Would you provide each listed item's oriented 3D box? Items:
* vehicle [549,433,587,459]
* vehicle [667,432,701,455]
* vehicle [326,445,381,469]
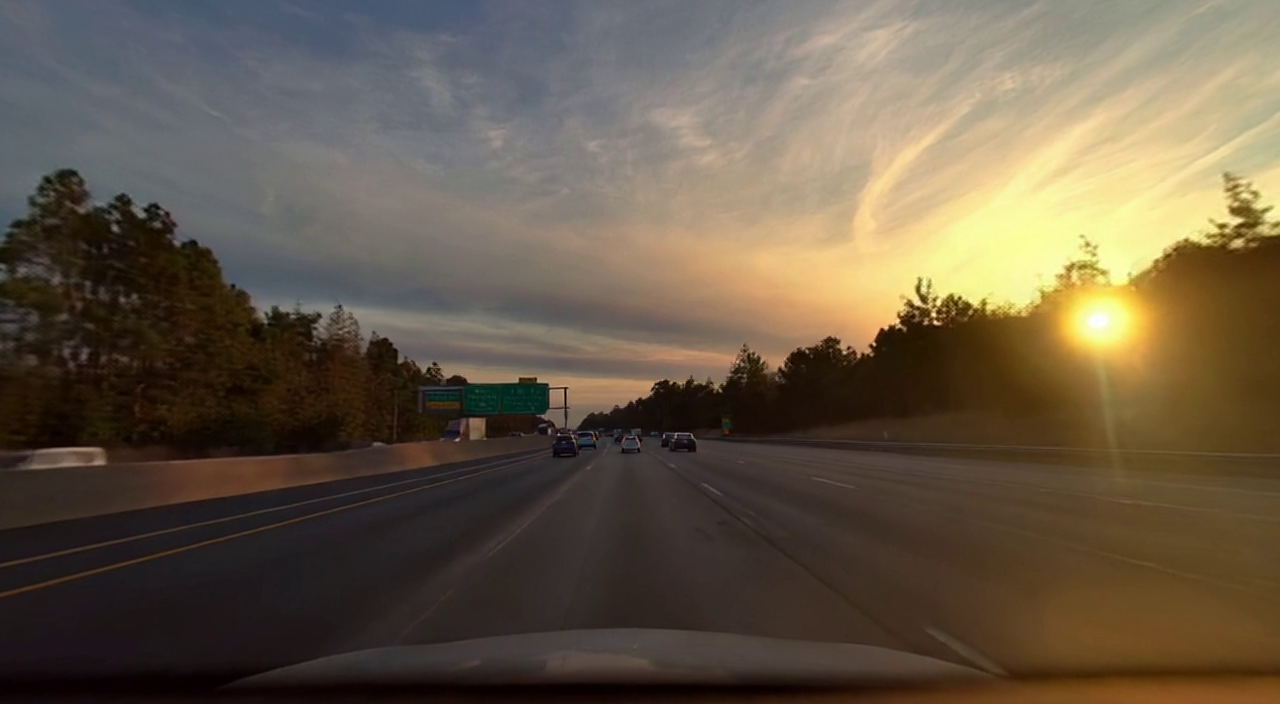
[{"bbox_3d":[-4.641,6.102,41.067,2.119,1.629,3.946,0,-8,-1],"label":"vehicle"},{"bbox_3d":[3.260,6.876,47.320,2.066,1.673,4.225,0,-8,-2],"label":"vehicle"},{"bbox_3d":[-19.377,7.077,42.666,1.834,1.452,4.223,0,-8,-1],"label":"vehicle"}]
